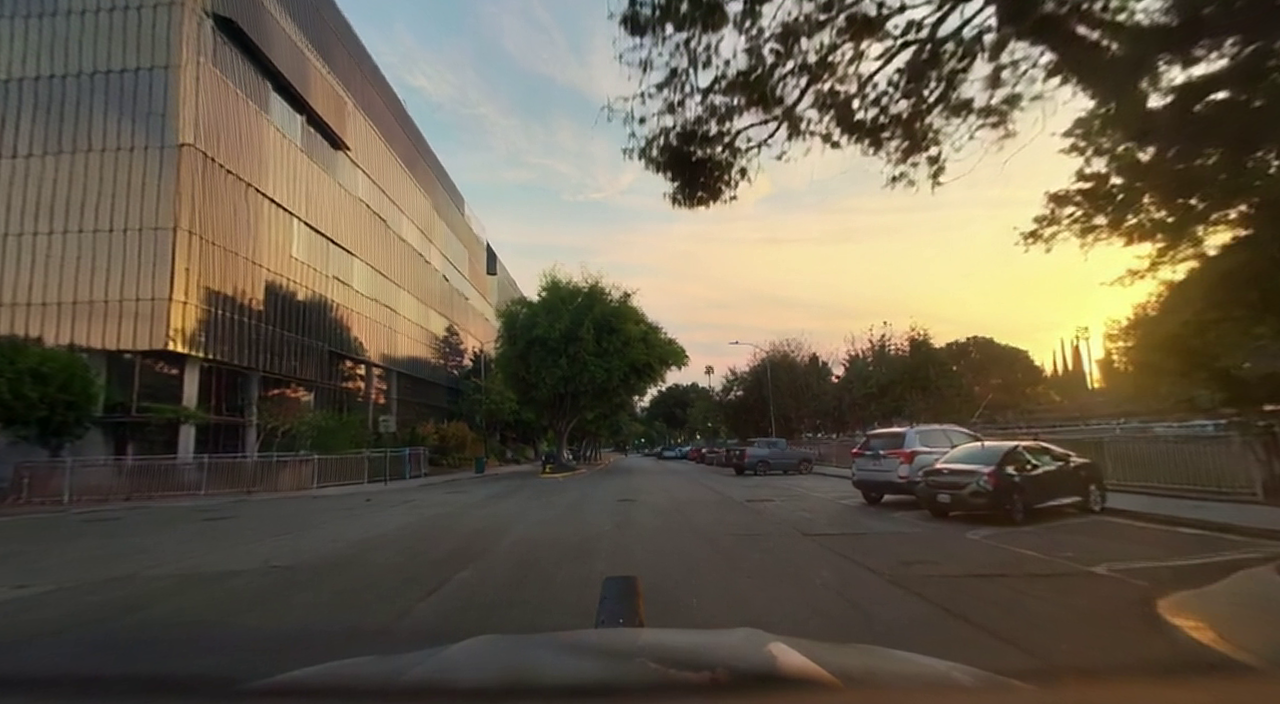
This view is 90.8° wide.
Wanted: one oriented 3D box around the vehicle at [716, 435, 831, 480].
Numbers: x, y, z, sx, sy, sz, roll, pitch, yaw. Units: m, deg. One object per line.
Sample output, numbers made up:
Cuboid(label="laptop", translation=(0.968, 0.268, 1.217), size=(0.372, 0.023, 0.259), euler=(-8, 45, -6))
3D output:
Cuboid(label="vehicle", translation=(6.424, 5.001, 30.292), size=(5.061, 1.829, 2.274), euler=(2, -9, -29))

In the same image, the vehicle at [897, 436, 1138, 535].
Cuboid(label="vehicle", translation=(6.993, 2.330, 11.620), size=(4.402, 1.474, 1.957), euler=(6, -10, -32))
